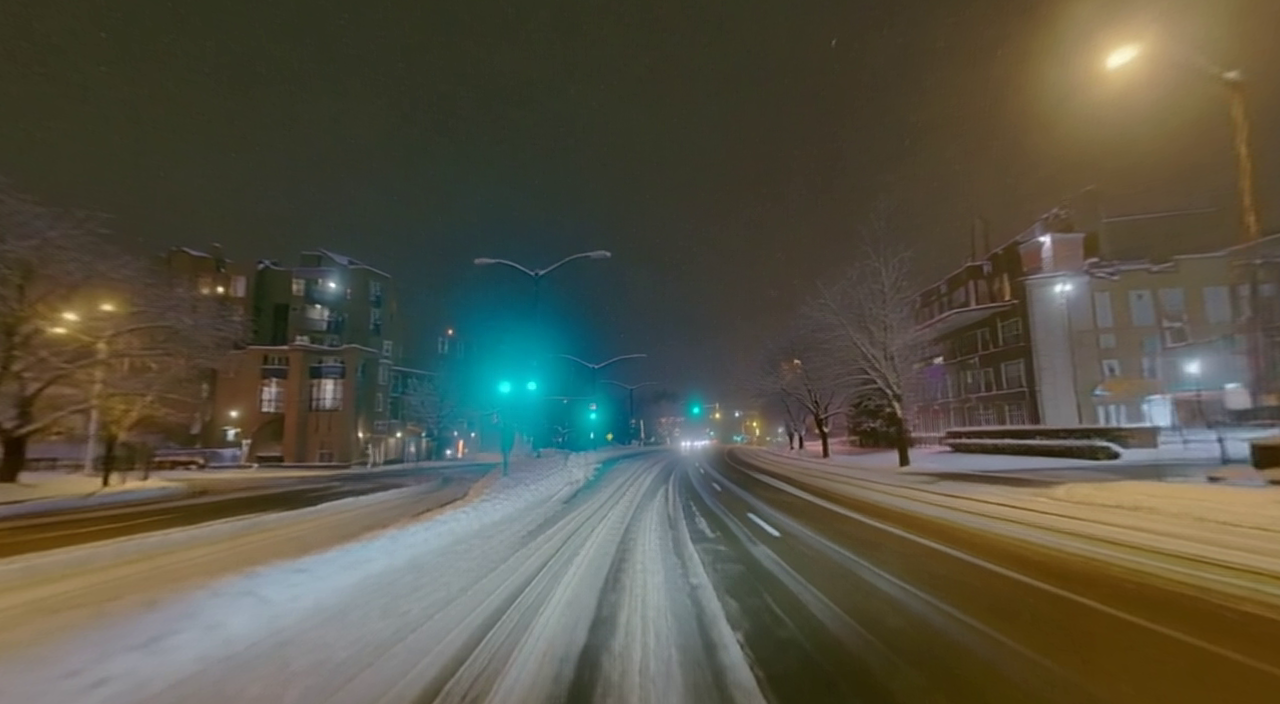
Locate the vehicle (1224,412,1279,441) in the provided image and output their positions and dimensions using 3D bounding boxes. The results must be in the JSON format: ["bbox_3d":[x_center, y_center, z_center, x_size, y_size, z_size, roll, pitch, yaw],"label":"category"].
[{"bbox_3d":[32.209,3.804,32.446,3.328,1.385,1.570,1,-9,-15],"label":"vehicle"}]
